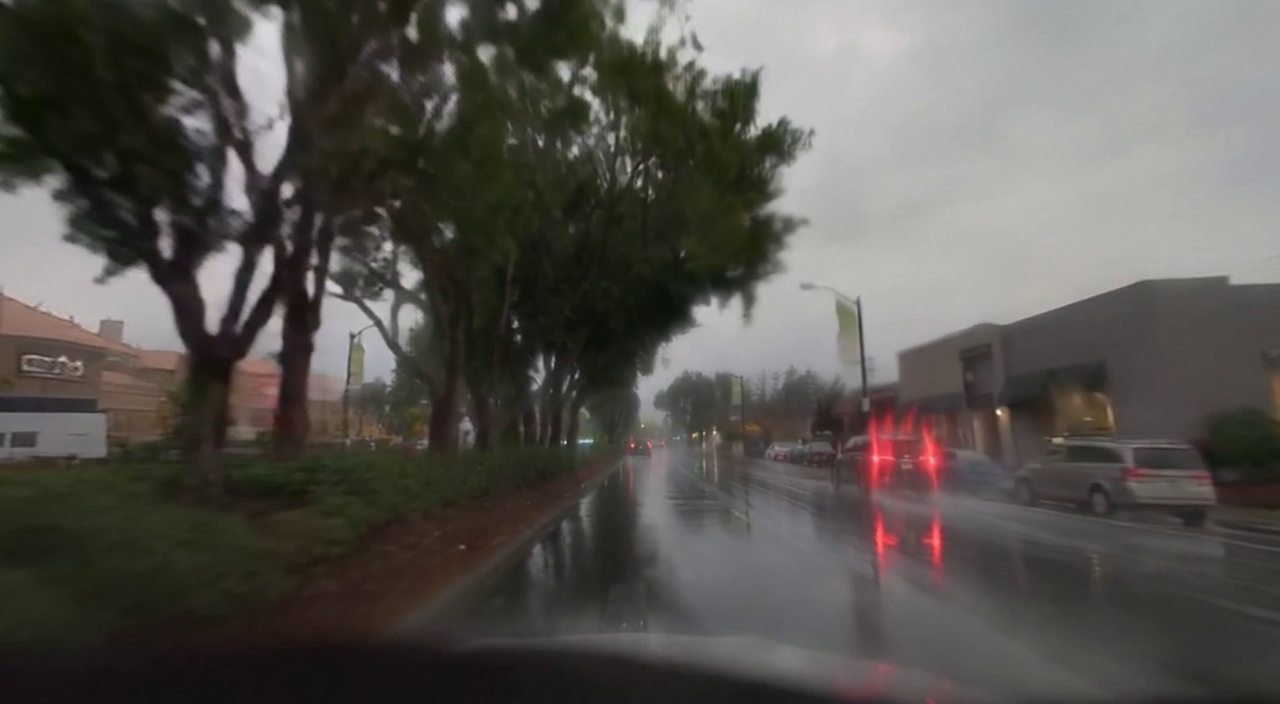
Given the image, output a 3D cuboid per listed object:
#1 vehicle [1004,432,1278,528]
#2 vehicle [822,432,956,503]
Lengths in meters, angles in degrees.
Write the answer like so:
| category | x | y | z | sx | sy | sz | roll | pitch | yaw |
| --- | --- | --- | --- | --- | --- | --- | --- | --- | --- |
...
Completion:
| category | x | y | z | sx | sy | sz | roll | pitch | yaw |
| --- | --- | --- | --- | --- | --- | --- | --- | --- | --- |
| vehicle | 10.687 | 2.719 | 14.129 | 2.244 | 1.754 | 4.791 | 0 | -8 | 1 |
| vehicle | 6.492 | 3.038 | 16.963 | 2.072 | 1.669 | 3.836 | 0 | -8 | 1 |
